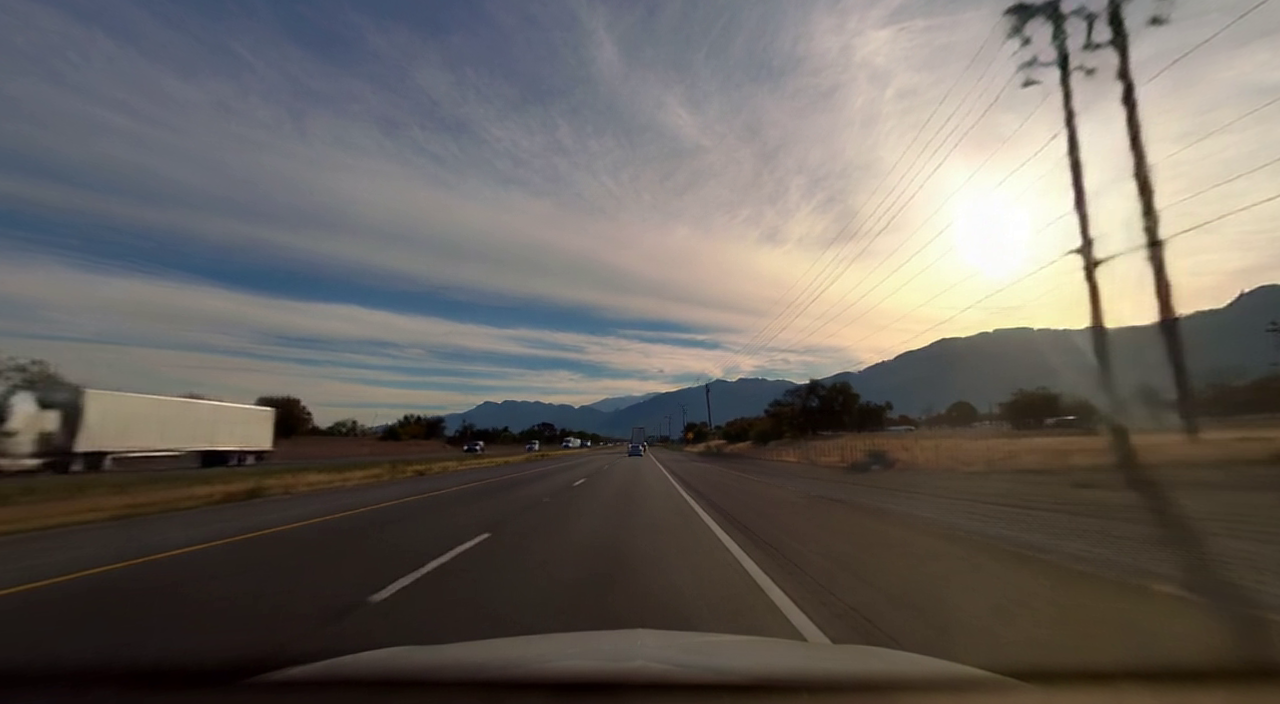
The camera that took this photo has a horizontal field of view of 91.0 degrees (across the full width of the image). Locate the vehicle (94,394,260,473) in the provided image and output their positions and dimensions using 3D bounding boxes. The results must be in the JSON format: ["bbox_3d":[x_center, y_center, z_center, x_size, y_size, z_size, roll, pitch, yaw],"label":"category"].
[{"bbox_3d":[-25.149,4.605,34.966,2.898,3.850,8.138,0,-9,0],"label":"vehicle"}]

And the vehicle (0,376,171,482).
[{"bbox_3d":[-25.174,3.431,27.292,2.889,3.867,8.576,0,-9,0],"label":"vehicle"}]
